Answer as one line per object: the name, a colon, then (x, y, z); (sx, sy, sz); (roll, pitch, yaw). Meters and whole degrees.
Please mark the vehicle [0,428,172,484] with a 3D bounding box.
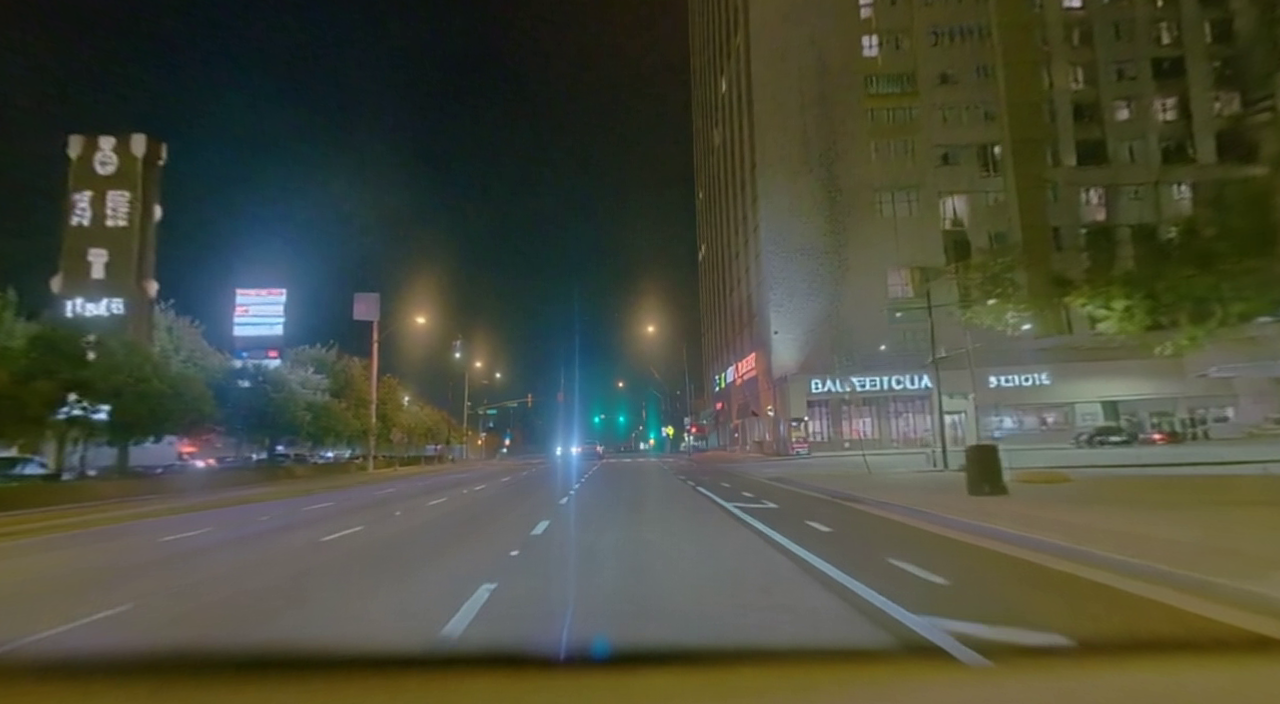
vehicle: (-40.500, 7.516, 45.947); (9.636, 3.788, 2.949); (1, -8, -10)
